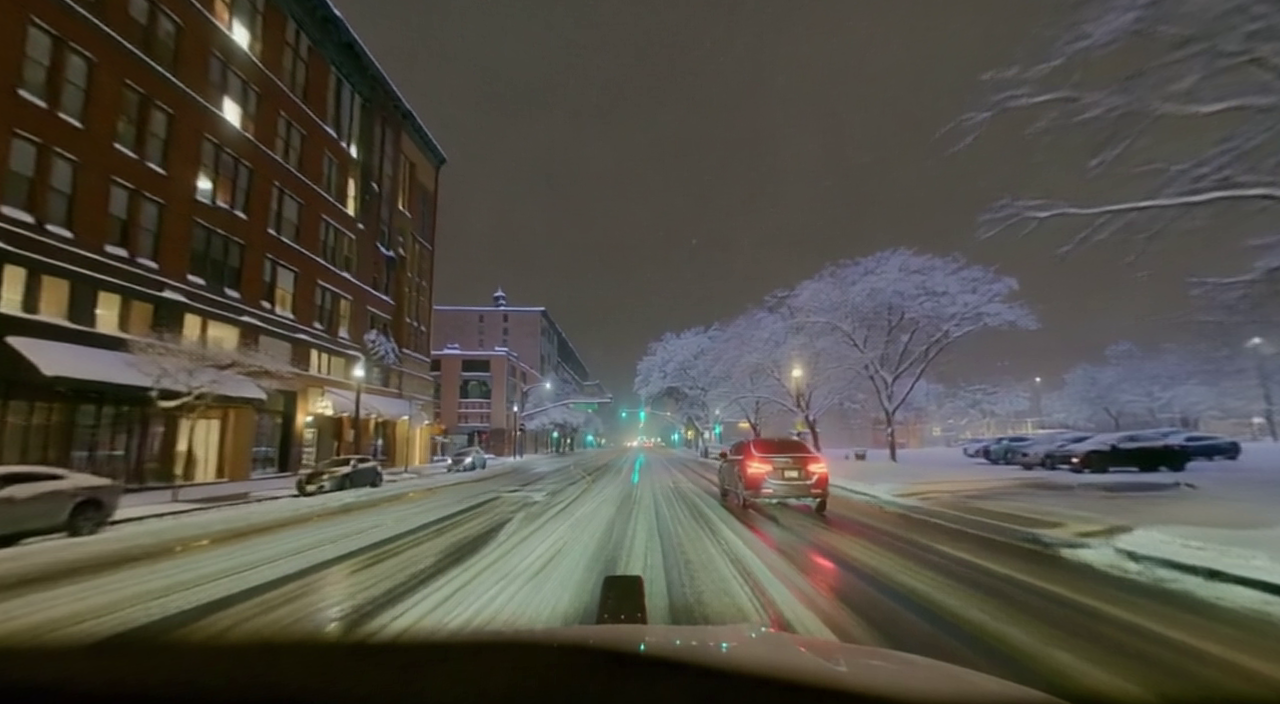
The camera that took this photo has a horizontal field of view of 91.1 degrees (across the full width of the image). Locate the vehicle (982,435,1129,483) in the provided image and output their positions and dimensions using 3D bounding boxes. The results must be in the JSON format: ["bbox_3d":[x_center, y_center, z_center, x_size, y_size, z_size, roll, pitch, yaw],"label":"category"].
[{"bbox_3d":[16.196,4.148,24.643,4.412,1.503,1.771,-4,-7,0],"label":"vehicle"}]

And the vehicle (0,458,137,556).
[{"bbox_3d":[-12.192,2.923,11.935,1.867,1.583,4.108,-1,-8,0],"label":"vehicle"}]

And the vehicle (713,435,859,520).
[{"bbox_3d":[2.931,2.625,13.733,2.080,1.524,4.348,0,-8,-1],"label":"vehicle"}]

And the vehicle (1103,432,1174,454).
[{"bbox_3d":[38.016,6.933,47.837,4.573,1.629,2.467,4,-9,-27],"label":"vehicle"}]

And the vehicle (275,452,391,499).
[{"bbox_3d":[-12.018,4.838,25.034,2.015,1.521,4.798,-1,-8,3],"label":"vehicle"}]

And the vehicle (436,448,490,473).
[{"bbox_3d":[-11.748,7.295,42.067,1.944,1.575,4.895,-1,-10,3],"label":"vehicle"}]
